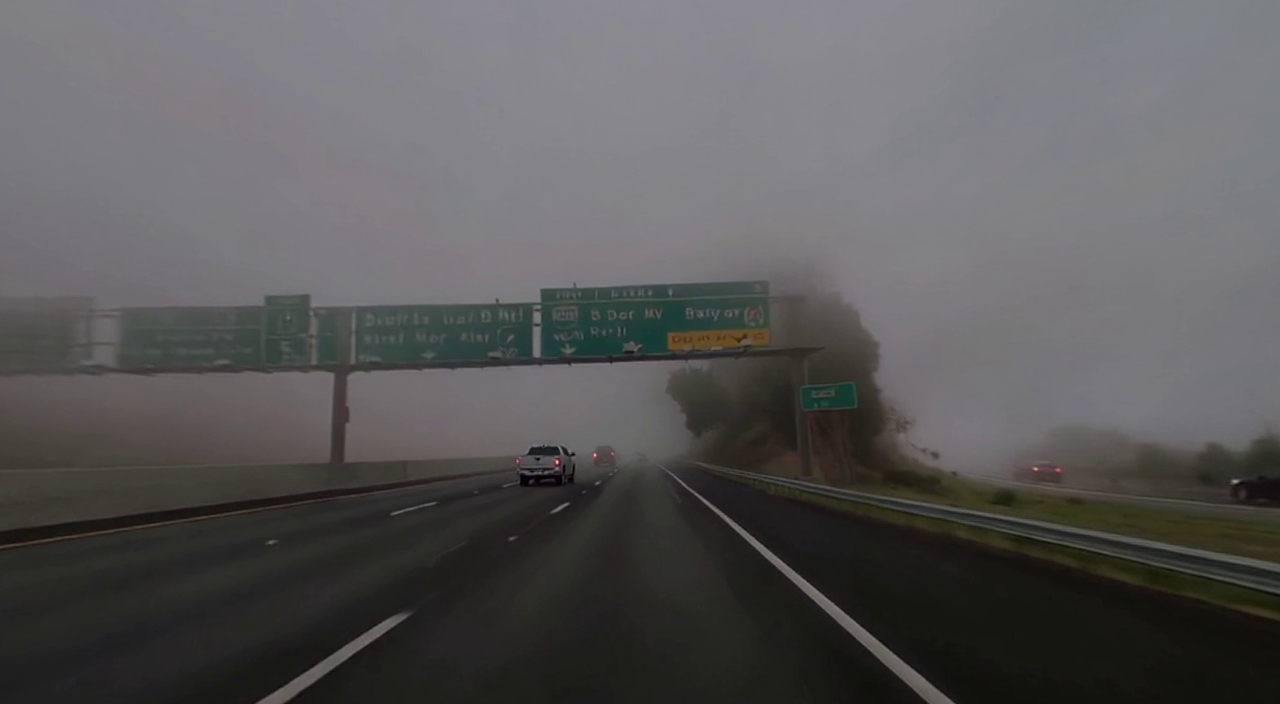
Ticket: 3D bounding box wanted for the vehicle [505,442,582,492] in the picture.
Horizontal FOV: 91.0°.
[{"bbox_3d":[-3.610,4.412,24.591,2.162,1.747,4.791,0,-9,1],"label":"vehicle"}]
